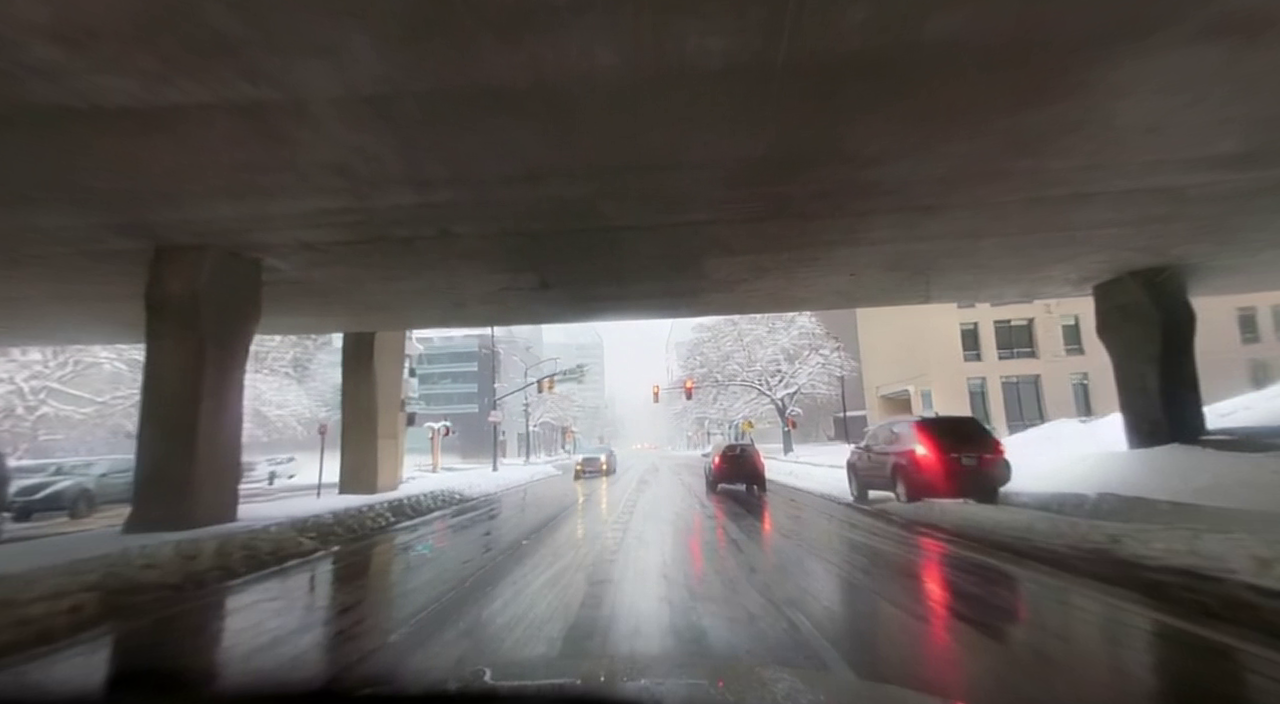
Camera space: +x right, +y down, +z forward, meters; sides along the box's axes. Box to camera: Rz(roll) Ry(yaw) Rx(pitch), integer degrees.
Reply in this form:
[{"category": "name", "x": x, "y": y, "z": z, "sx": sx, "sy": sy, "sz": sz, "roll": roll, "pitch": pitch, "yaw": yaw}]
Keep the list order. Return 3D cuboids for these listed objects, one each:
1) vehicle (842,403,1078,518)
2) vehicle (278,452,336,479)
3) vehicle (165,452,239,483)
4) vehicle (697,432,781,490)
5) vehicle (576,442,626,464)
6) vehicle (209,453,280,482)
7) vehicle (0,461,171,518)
[{"category": "vehicle", "x": 6.879, "y": 2.444, "z": 14.676, "sx": 2.433, "sy": 2.116, "sz": 5.789, "roll": 0, "pitch": -8, "yaw": 0}, {"category": "vehicle", "x": -22.727, "y": 7.719, "z": 43.194, "sx": 1.757, "sy": 1.699, "sz": 3.854, "roll": -1, "pitch": -8, "yaw": 2}, {"category": "vehicle", "x": -29.846, "y": 7.858, "z": 43.174, "sx": 1.811, "sy": 1.942, "sz": 4.376, "roll": -1, "pitch": -8, "yaw": 1}, {"category": "vehicle", "x": 2.898, "y": 3.286, "z": 19.342, "sx": 1.947, "sy": 1.576, "sz": 3.825, "roll": 0, "pitch": -8, "yaw": 0}, {"category": "vehicle", "x": -2.937, "y": 7.450, "z": 46.622, "sx": 2.099, "sy": 1.562, "sz": 4.037, "roll": 5, "pitch": -10, "yaw": -31}, {"category": "vehicle", "x": -27.081, "y": 7.862, "z": 43.380, "sx": 1.807, "sy": 1.795, "sz": 4.566, "roll": 0, "pitch": -8, "yaw": 1}, {"category": "vehicle", "x": -17.749, "y": 4.322, "z": 20.232, "sx": 1.985, "sy": 1.505, "sz": 4.275, "roll": -1, "pitch": -8, "yaw": 2}]
